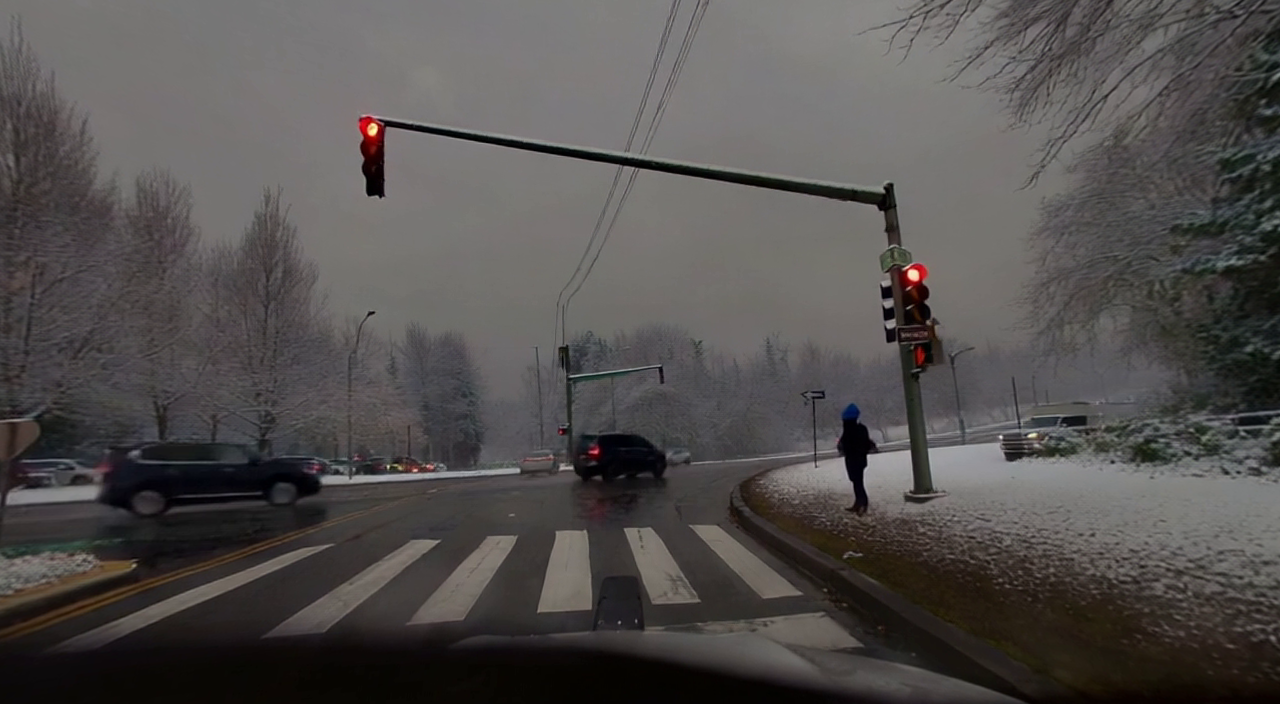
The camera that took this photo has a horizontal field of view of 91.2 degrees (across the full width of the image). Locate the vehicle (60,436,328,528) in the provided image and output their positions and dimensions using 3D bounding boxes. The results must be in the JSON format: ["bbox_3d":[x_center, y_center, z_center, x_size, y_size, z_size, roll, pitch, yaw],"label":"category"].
[{"bbox_3d":[-10.557,3.009,15.237,2.036,1.849,4.811,-7,-11,39],"label":"vehicle"}]

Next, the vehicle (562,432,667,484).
[{"bbox_3d":[-0.954,4.324,25.772,1.942,1.920,4.263,-8,-11,39],"label":"vehicle"}]

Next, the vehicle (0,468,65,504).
[{"bbox_3d":[-30.309,6.459,30.363,1.800,1.520,3.968,2,-9,-13],"label":"vehicle"}]

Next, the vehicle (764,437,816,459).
[{"bbox_3d":[11.969,7.653,49.913,1.979,1.659,4.907,-8,-11,39],"label":"vehicle"}]

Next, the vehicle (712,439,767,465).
[{"bbox_3d":[7.012,6.994,43.920,1.867,1.743,4.259,-8,-11,40],"label":"vehicle"}]

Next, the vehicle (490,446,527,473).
[{"bbox_3d":[-8.846,7.249,42.397,1.832,1.674,3.805,0,-9,-2],"label":"vehicle"}]

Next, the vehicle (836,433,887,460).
[{"bbox_3d":[16.163,6.873,45.602,1.988,1.853,4.314,-8,-11,40],"label":"vehicle"}]
